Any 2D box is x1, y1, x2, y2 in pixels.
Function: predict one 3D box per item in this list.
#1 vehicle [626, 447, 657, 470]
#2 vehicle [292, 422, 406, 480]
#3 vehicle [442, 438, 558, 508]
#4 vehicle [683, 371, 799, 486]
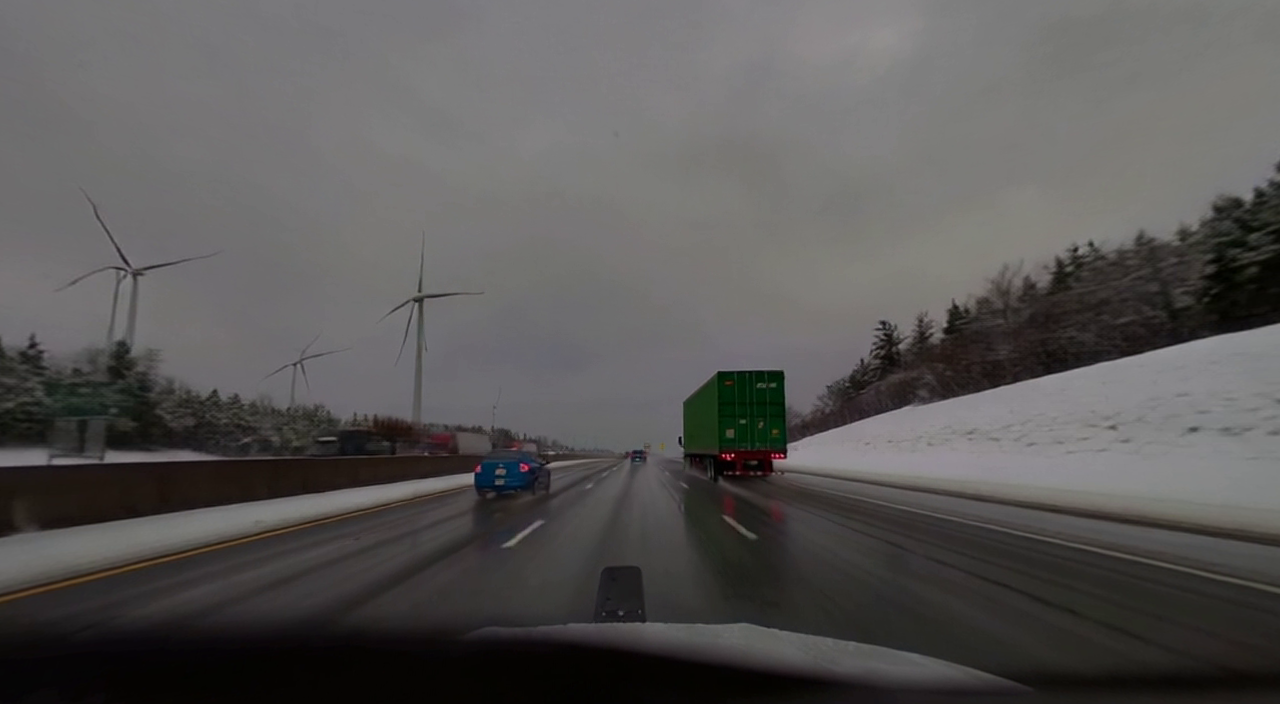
[{"bbox_3d":[0.064,7.040,41.819,1.931,1.453,3.695,0,-9,-1],"label":"vehicle"},{"bbox_3d":[-19.000,6.625,42.155,2.949,3.398,9.439,0,-9,1],"label":"vehicle"},{"bbox_3d":[-3.364,2.993,15.991,1.952,1.521,4.095,0,-9,1],"label":"vehicle"},{"bbox_3d":[3.984,3.708,28.946,2.947,3.989,13.568,0,-9,-1],"label":"vehicle"}]
